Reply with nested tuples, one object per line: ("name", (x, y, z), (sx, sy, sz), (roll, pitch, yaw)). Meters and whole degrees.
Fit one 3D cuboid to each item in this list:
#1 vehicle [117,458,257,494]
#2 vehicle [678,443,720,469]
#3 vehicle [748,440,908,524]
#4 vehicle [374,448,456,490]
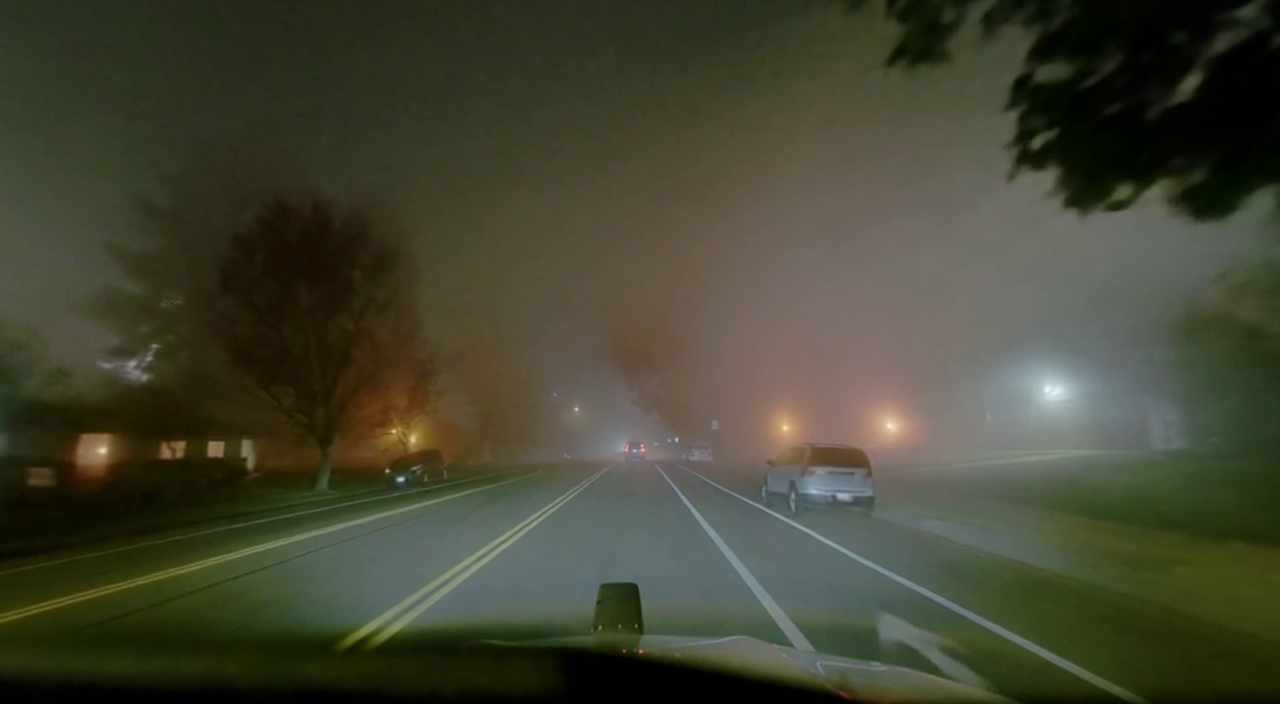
("vehicle", (-18.671, 5.105, 26.186), (4.326, 1.355, 1.812), (1, -9, -3))
("vehicle", (3.992, 7.109, 43.447), (2.124, 1.524, 4.698), (4, -9, -2))
("vehicle", (3.817, 2.708, 13.807), (2.014, 1.498, 4.484), (0, -8, -2))
("vehicle", (-11.280, 5.854, 32.120), (2.086, 1.711, 5.661), (-5, -8, 0))
